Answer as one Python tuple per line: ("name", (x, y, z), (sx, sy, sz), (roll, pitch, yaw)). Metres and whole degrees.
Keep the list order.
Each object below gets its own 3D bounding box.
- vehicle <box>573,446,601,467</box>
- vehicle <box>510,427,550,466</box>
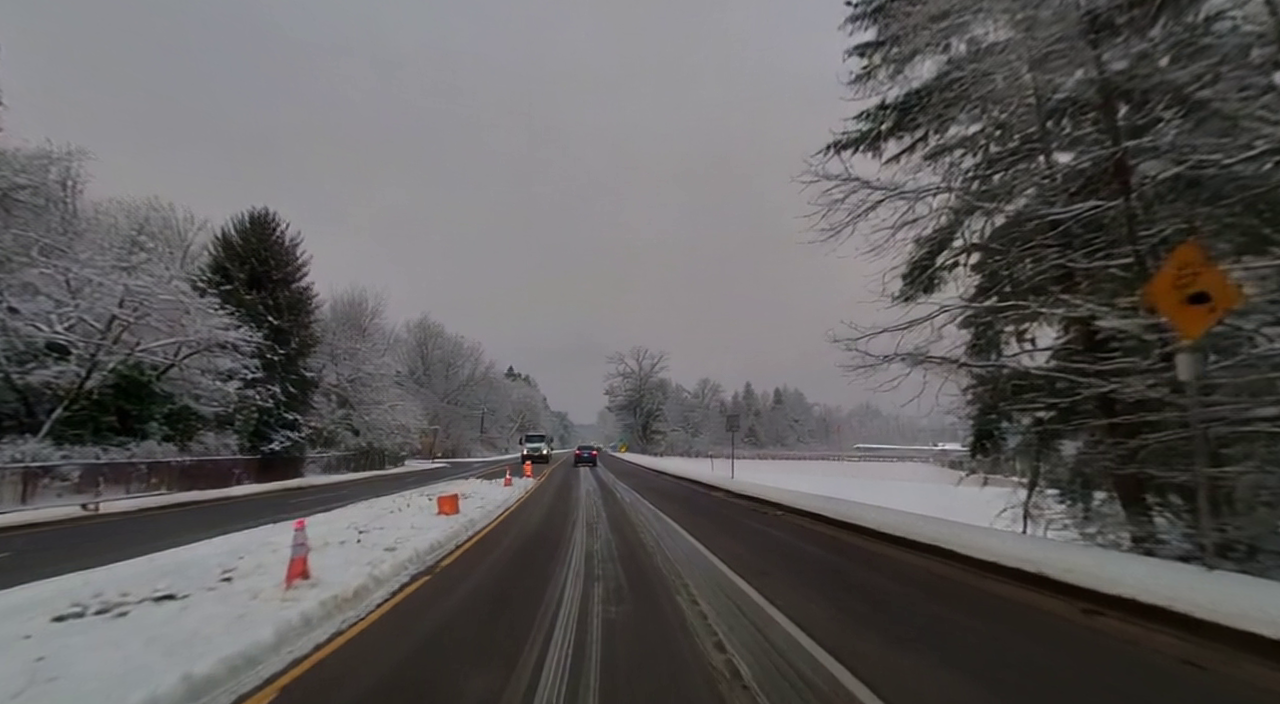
("vehicle", (-4.032, 7.912, 48.031), (2.013, 1.481, 4.356), (1, -8, -5))
("vehicle", (-7.656, 6.603, 44.311), (2.380, 2.488, 4.028), (2, -8, -6))
